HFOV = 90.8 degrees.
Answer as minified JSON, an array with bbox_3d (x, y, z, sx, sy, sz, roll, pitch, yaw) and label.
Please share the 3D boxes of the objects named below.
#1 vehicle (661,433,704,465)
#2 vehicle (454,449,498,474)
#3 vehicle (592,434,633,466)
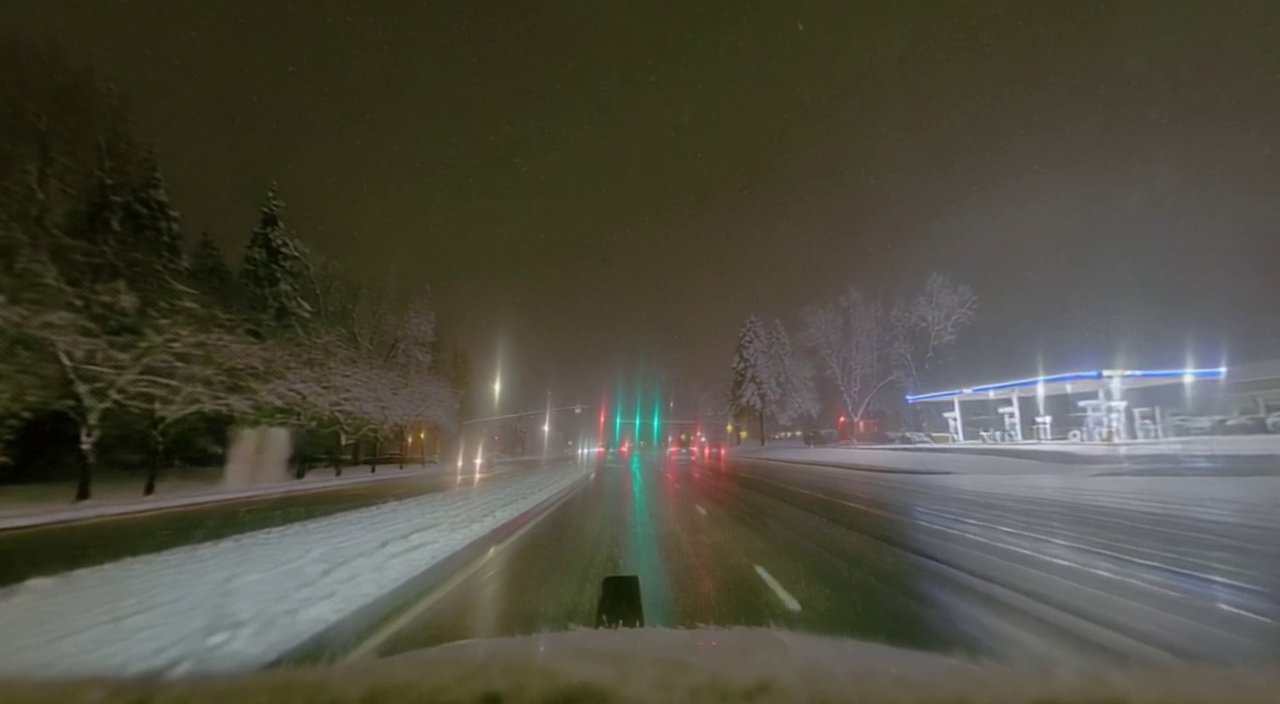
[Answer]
[{"bbox_3d":[2.500,5.908,38.413,2.140,1.800,4.660,0,-8,-2],"label":"vehicle"},{"bbox_3d":[-11.904,7.959,46.129,1.934,1.674,4.445,0,-8,2],"label":"vehicle"},{"bbox_3d":[-1.775,6.061,39.150,2.261,1.820,4.255,1,-8,-6],"label":"vehicle"}]
